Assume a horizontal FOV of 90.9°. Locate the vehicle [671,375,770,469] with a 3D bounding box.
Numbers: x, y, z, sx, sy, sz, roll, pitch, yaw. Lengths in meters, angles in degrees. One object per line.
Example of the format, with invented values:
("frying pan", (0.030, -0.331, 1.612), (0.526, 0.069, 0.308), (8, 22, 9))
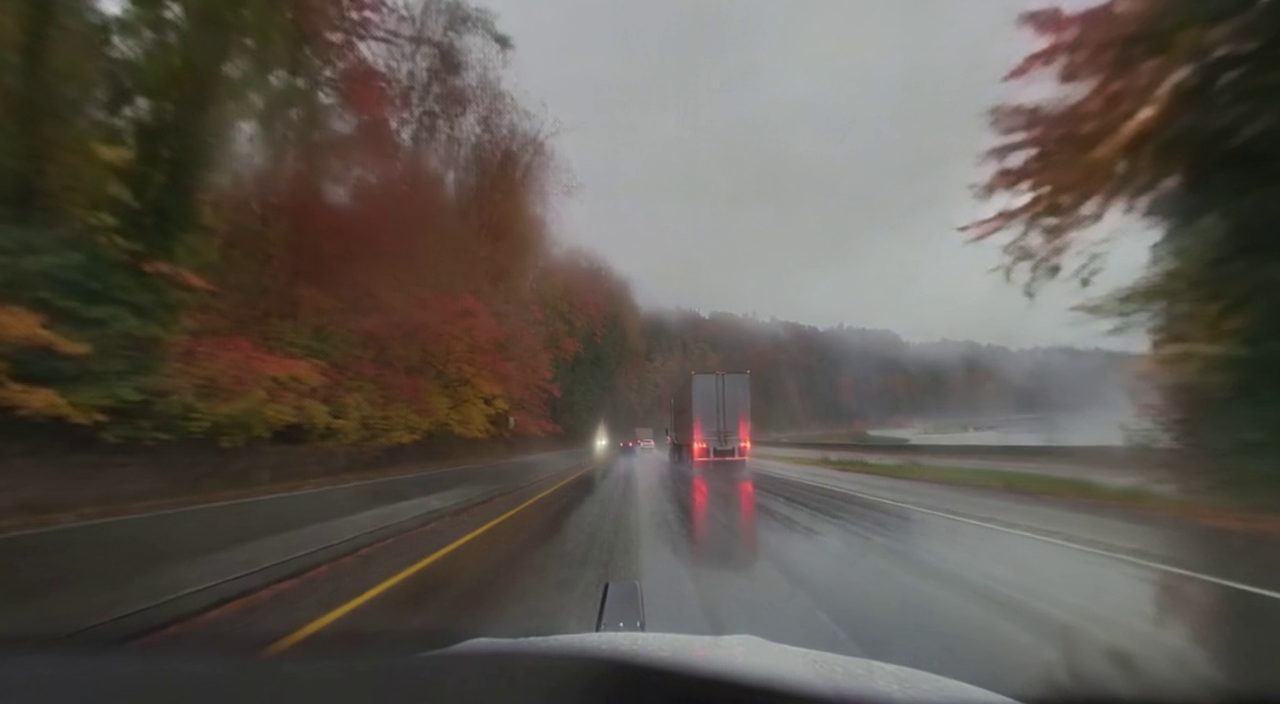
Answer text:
("vehicle", (3.879, 4.084, 34.813), (3.357, 4.101, 14.659), (0, -8, -1))
